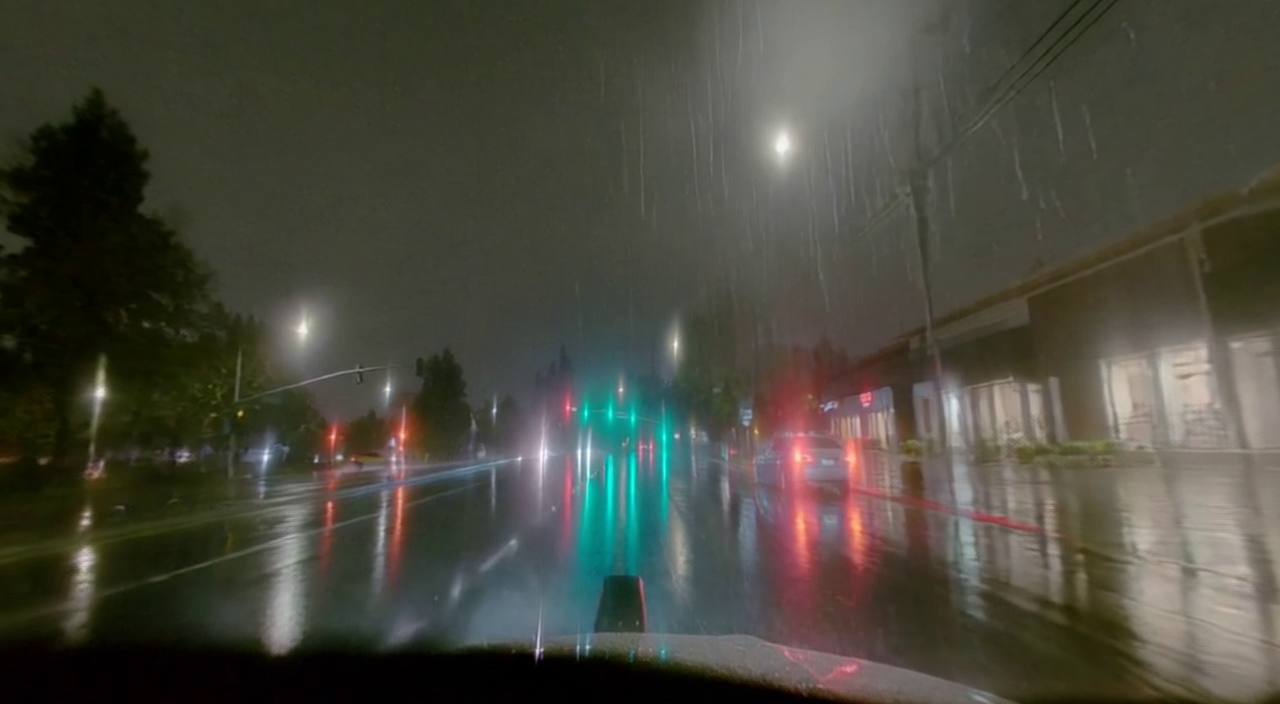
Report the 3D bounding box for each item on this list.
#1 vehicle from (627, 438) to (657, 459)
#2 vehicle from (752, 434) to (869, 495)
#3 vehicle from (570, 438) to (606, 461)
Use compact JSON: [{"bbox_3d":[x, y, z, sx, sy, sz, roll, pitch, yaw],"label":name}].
[{"bbox_3d":[0.164,6.986,45.796,2.059,1.456,4.047,0,-8,1],"label":"vehicle"},{"bbox_3d":[4.566,3.077,17.605,1.942,1.469,4.049,0,-8,-3],"label":"vehicle"},{"bbox_3d":[-3.474,6.618,42.955,2.032,1.467,4.411,0,-8,1],"label":"vehicle"}]
